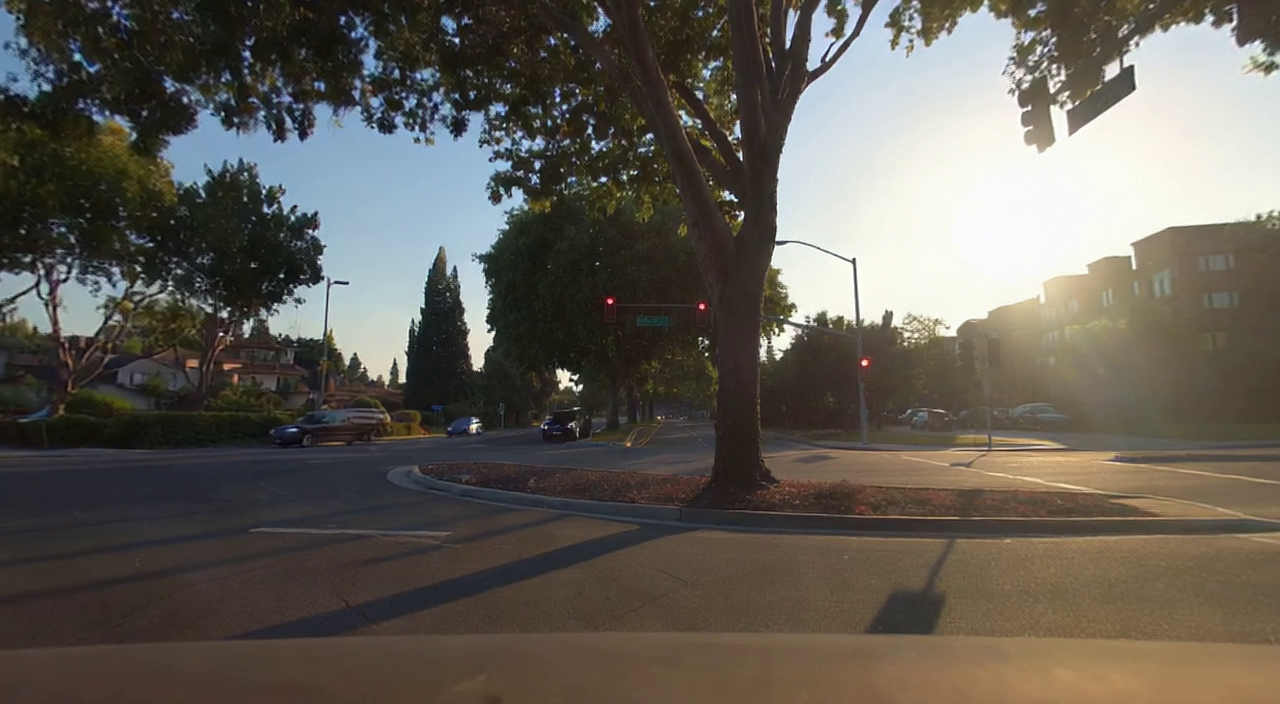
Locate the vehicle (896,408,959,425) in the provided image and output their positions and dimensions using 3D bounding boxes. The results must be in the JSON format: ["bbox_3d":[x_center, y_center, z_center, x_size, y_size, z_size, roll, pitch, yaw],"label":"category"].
[{"bbox_3d":[22.004,4.941,48.439,3.933,1.219,1.700,-1,-9,3],"label":"vehicle"}]

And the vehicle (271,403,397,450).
[{"bbox_3d":[-13.517,3.410,28.334,2.340,1.902,4.920,-2,-9,15],"label":"vehicle"}]

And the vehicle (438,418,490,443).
[{"bbox_3d":[-11.273,5.084,40.714,1.899,1.510,4.294,-1,-8,3],"label":"vehicle"}]

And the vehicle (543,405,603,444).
[{"bbox_3d":[-3.465,3.968,33.838,2.306,1.907,5.382,-1,-8,4],"label":"vehicle"}]
